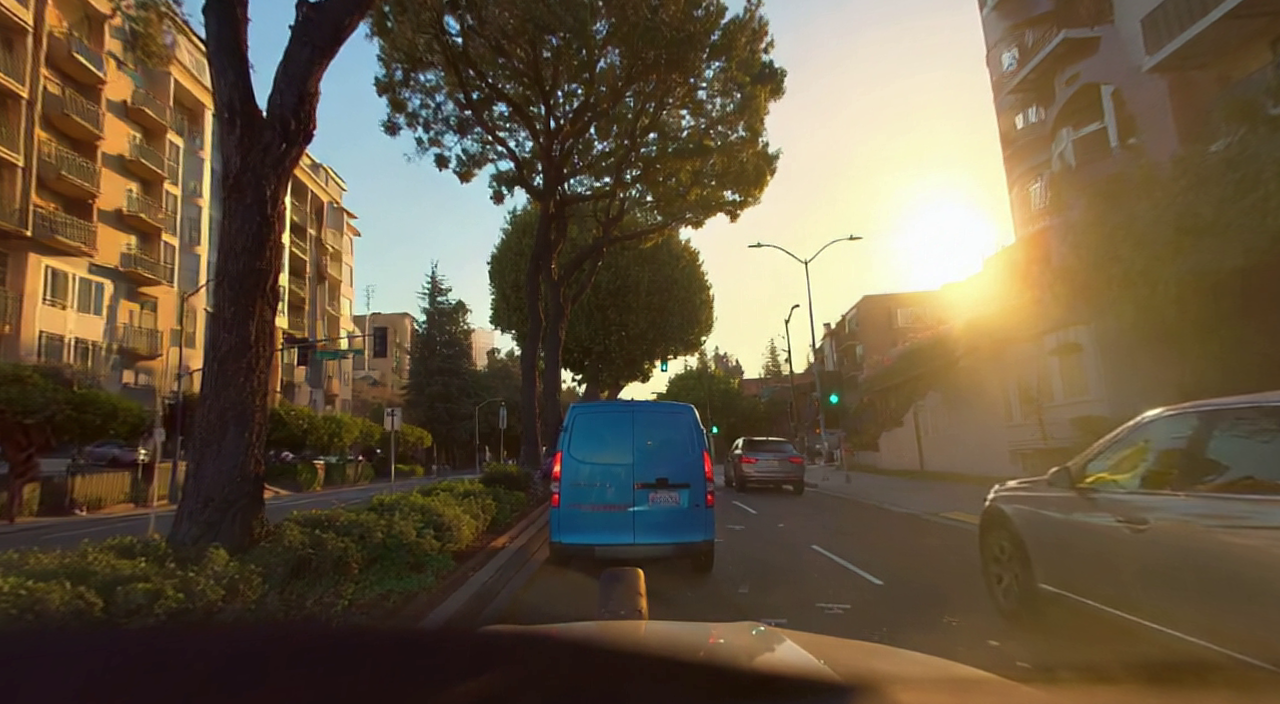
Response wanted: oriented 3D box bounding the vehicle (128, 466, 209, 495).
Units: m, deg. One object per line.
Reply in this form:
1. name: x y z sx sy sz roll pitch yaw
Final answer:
1. vehicle: -33.239 9.073 44.507 4.292 1.492 1.772 -6 -14 -1

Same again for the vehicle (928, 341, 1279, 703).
1. vehicle: 3.794 1.000 3.765 2.157 1.748 4.130 0 -9 0

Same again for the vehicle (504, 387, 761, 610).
1. vehicle: -0.050 1.528 7.408 2.101 1.828 4.270 0 -9 0

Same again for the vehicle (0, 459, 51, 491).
1. vehicle: -35.550 6.832 35.143 3.843 1.680 1.782 -1 -9 6

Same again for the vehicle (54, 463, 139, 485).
1. vehicle: -38.403 8.631 44.625 4.396 1.458 1.809 -1 -9 2

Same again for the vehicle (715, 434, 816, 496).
1. vehicle: 3.750 3.479 19.785 2.061 1.676 4.734 0 -9 -2
